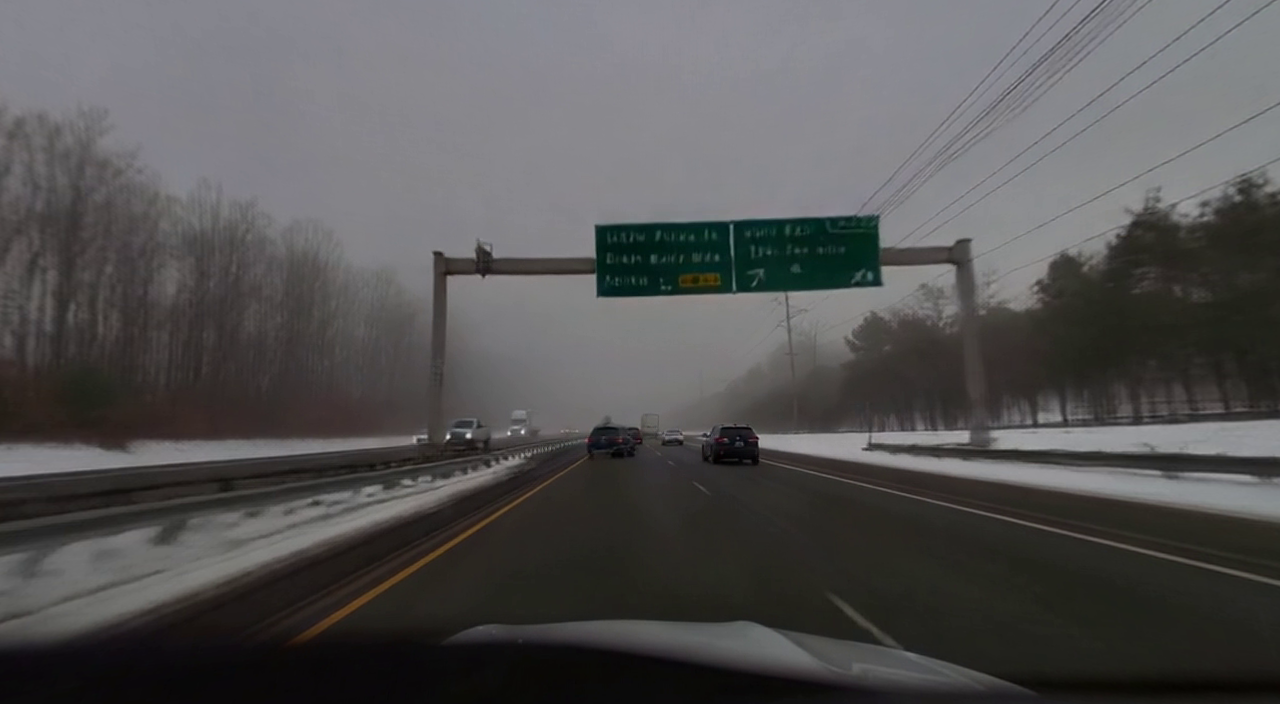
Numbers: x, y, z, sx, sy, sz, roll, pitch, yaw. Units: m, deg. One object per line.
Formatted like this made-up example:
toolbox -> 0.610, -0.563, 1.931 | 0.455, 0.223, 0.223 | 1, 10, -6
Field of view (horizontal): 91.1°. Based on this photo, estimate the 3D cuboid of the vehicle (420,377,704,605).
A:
vehicle -> -0.616, 1.306, 6.836 | 2.134, 1.710, 4.049 | 0, -7, -1

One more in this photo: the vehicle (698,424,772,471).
vehicle -> 3.420, 3.517, 23.326 | 2.062, 1.581, 3.914 | 0, -8, -1
